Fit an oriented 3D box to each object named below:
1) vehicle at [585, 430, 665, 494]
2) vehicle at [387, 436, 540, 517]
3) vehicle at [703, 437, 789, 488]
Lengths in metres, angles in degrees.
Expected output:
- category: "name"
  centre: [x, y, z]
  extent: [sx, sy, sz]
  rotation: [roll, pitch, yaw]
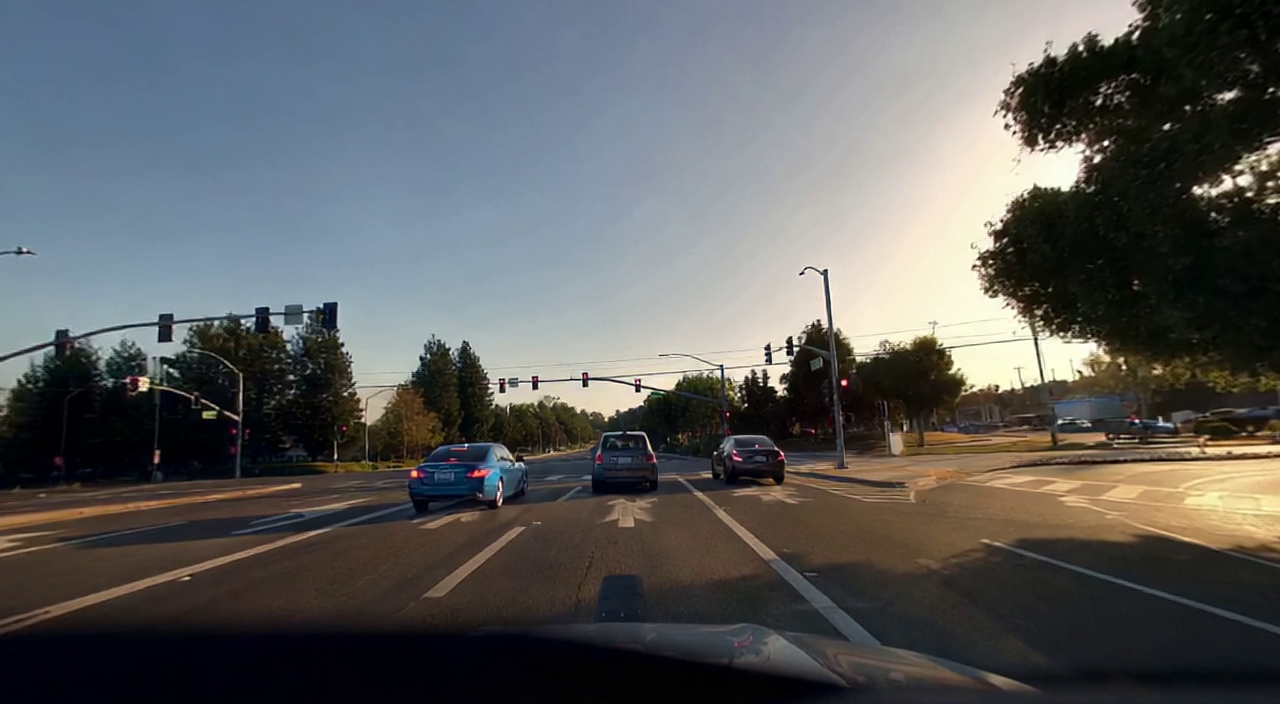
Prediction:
- category: "vehicle"
  centre: [-0.378, 3.112, 18.170]
  extent: [2.038, 1.599, 3.844]
  rotation: [0, -8, 0]
- category: "vehicle"
  centre: [-3.608, 2.626, 13.907]
  extent: [2.052, 1.472, 4.479]
  rotation: [0, -8, 0]
- category: "vehicle"
  centre: [3.269, 3.511, 20.439]
  extent: [1.970, 1.449, 4.433]
  rotation: [0, -8, -1]
